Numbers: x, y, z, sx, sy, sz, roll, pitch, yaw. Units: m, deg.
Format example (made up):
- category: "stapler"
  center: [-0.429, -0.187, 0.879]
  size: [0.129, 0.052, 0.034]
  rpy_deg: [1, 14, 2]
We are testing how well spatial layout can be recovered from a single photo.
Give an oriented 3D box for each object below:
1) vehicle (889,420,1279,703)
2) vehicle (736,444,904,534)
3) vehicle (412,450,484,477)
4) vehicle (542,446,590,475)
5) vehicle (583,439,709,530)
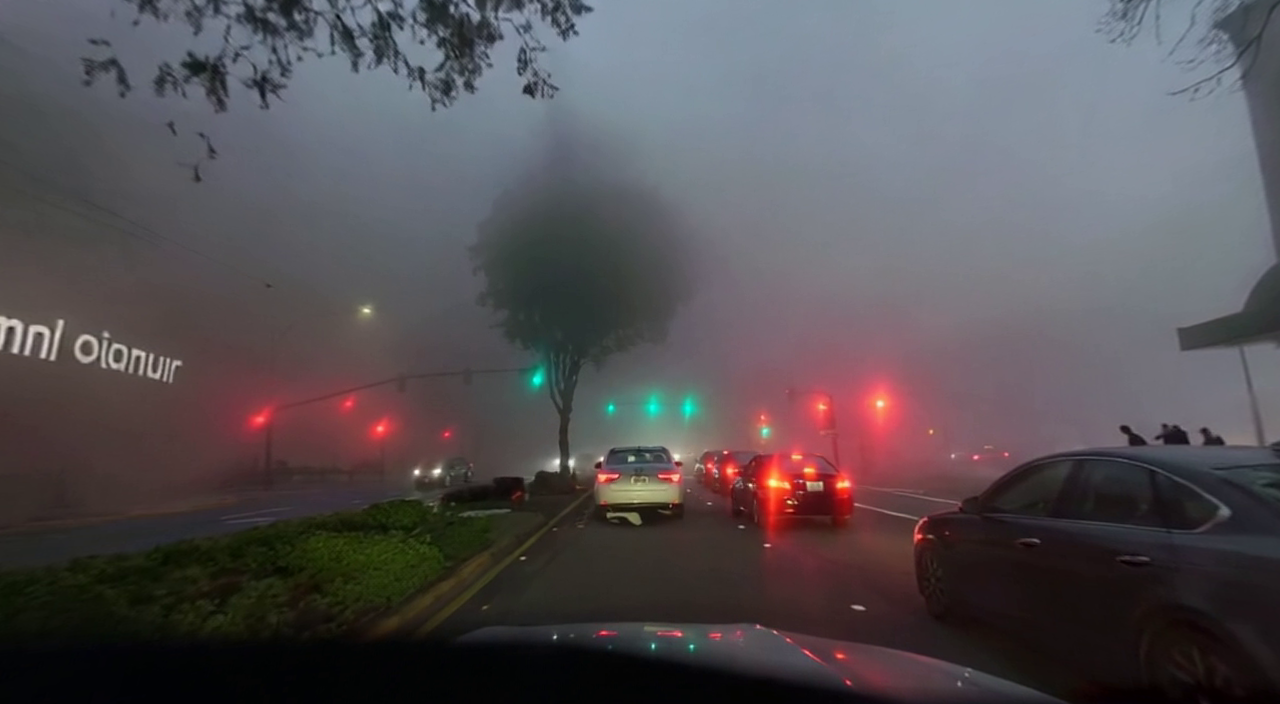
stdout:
- category: "vehicle"
  center: [3.250, 1.151, 3.440]
  size: [1.912, 1.454, 4.537]
  rpy_deg: [0, -9, 0]
- category: "vehicle"
  center: [3.358, 2.625, 12.839]
  size: [1.996, 1.469, 4.495]
  rpy_deg: [0, -9, -1]
- category: "vehicle"
  center: [-14.423, 8.328, 47.579]
  size: [2.210, 1.889, 4.642]
  rpy_deg: [-8, -11, 40]
- category: "vehicle"
  center: [-5.144, 7.401, 43.331]
  size: [2.223, 1.840, 4.919]
  rpy_deg: [3, -9, -20]
- category: "vehicle"
  center: [0.091, 2.551, 12.745]
  size: [2.118, 1.512, 4.013]
  rpy_deg: [0, -9, 0]
